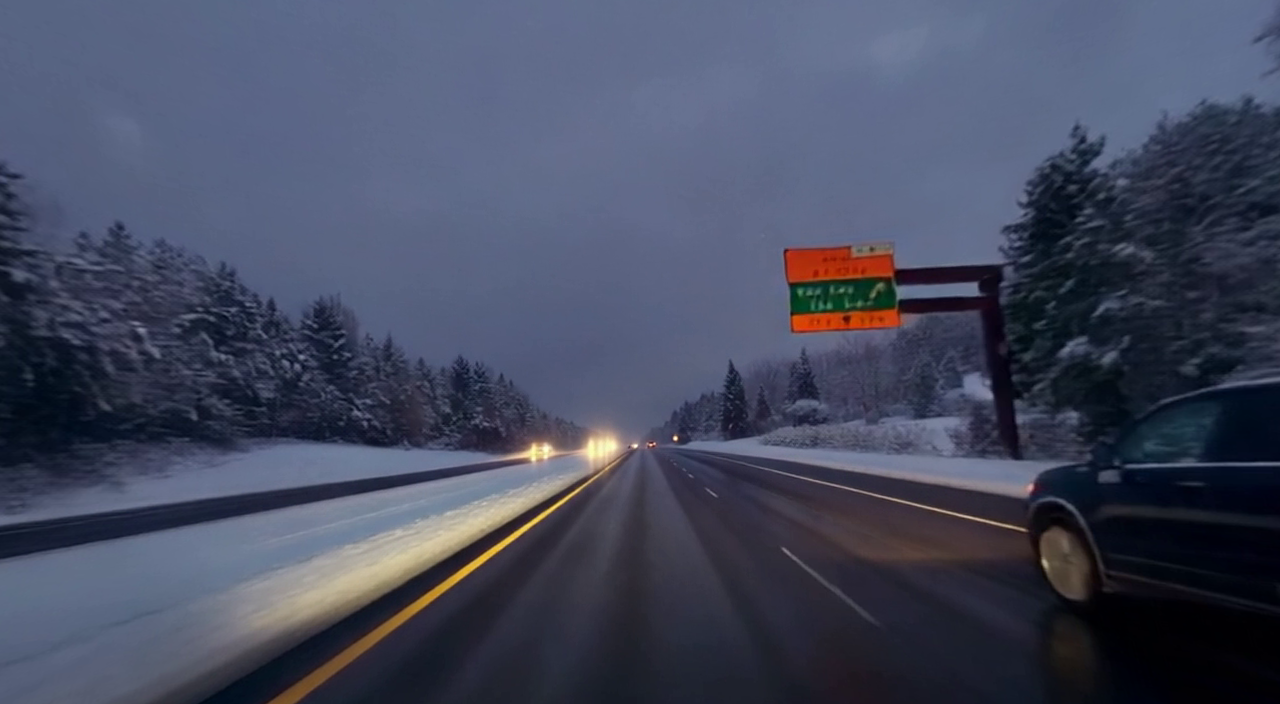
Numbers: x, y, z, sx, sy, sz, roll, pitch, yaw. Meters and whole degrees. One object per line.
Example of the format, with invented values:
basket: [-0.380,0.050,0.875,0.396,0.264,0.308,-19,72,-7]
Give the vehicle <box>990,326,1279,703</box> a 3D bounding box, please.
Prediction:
vehicle: [4.177,0.791,2.909,2.360,1.798,4.781,0,-8,0]
